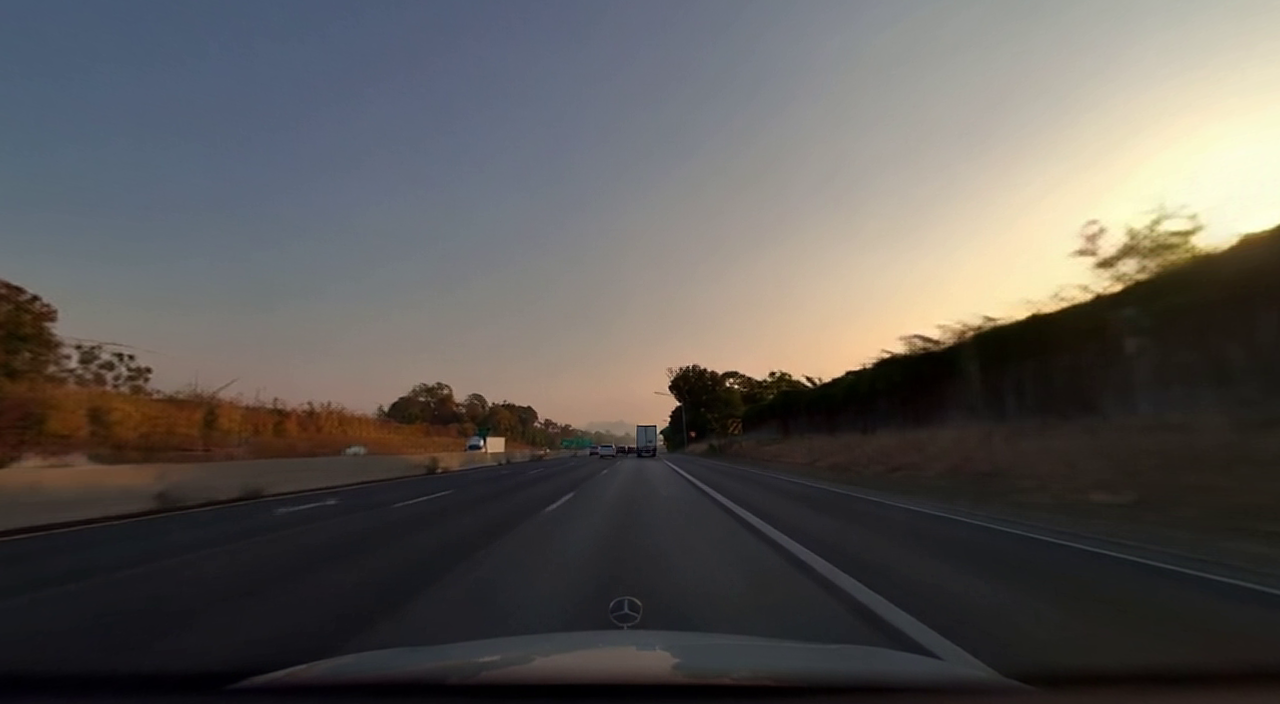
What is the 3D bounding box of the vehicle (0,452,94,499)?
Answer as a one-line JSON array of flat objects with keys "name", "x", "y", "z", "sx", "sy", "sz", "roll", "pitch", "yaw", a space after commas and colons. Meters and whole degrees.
[{"name": "vehicle", "x": -21.749, "y": 4.211, "z": 21.609, "sx": 1.943, "sy": 1.490, "sz": 4.482, "roll": 0, "pitch": -9, "yaw": 1}]
